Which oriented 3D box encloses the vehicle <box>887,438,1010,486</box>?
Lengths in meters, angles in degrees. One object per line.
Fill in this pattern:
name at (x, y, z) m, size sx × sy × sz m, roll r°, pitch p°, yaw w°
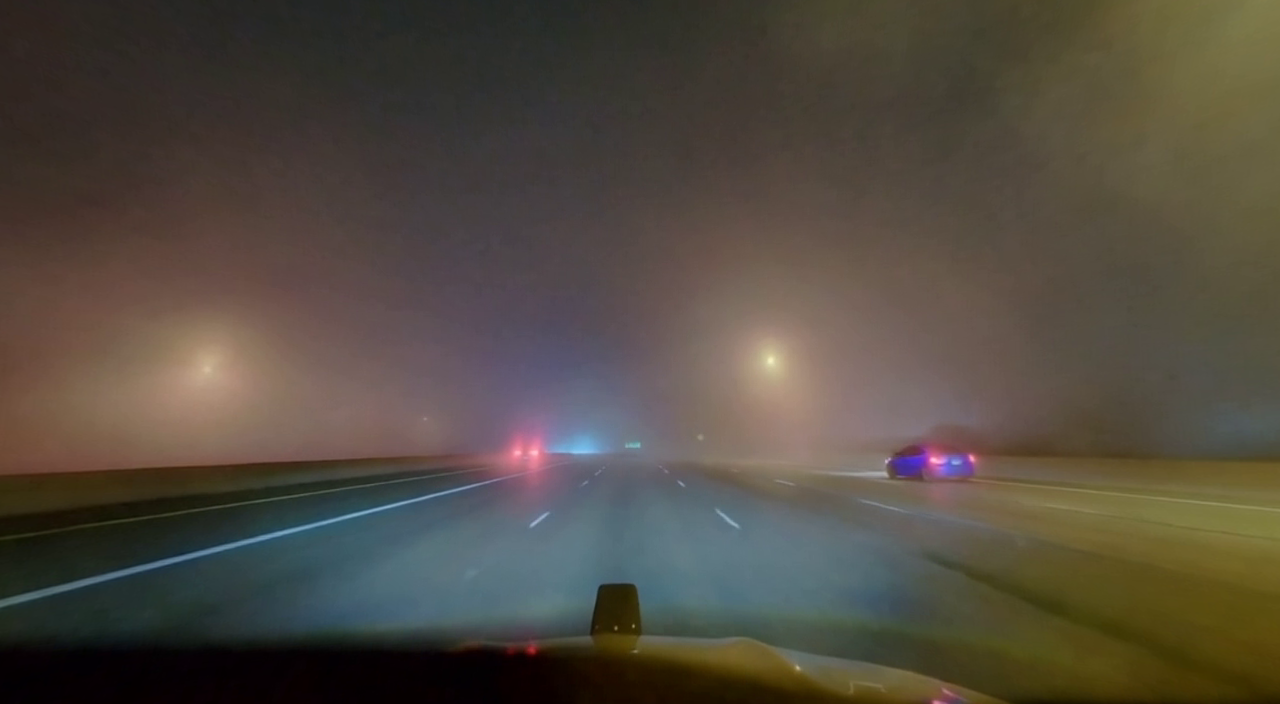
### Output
vehicle at (10.668, 3.818, 22.283) m, size 1.985 × 1.493 × 4.486 m, roll 0°, pitch -8°, yaw -1°
